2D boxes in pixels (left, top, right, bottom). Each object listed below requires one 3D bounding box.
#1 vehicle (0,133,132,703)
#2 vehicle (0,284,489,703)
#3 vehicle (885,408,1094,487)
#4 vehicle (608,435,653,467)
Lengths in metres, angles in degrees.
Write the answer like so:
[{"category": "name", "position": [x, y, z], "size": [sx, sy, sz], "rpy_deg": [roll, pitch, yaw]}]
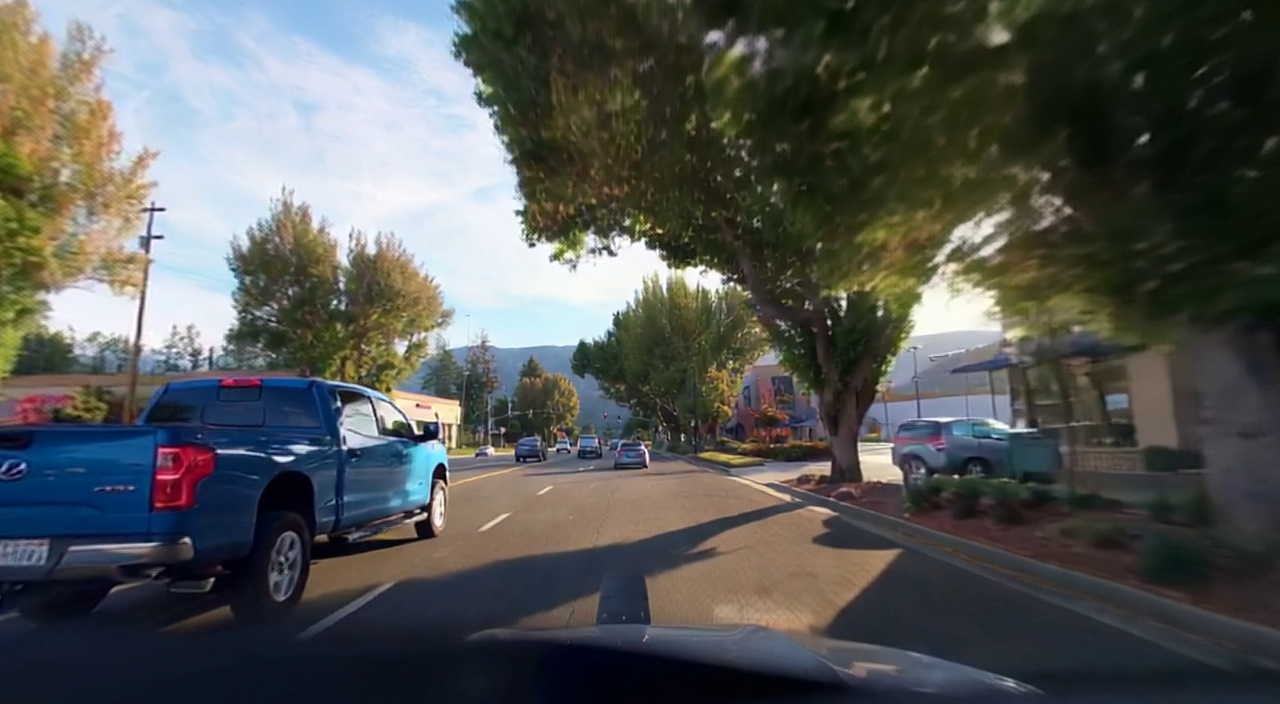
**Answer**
[{"category": "vehicle", "position": [-3.752, 0.162, 0.221], "size": [2.733, 2.495, 5.037], "rpy_deg": [0, -8, 2]}, {"category": "vehicle", "position": [-3.717, 1.178, 6.251], "size": [2.552, 2.079, 6.810], "rpy_deg": [0, -8, 1]}, {"category": "vehicle", "position": [8.938, 2.422, 16.029], "size": [5.109, 1.735, 1.997], "rpy_deg": [4, -9, -26]}, {"category": "vehicle", "position": [-0.465, 5.184, 33.020], "size": [2.191, 1.530, 4.470], "rpy_deg": [0, -8, 0]}]
